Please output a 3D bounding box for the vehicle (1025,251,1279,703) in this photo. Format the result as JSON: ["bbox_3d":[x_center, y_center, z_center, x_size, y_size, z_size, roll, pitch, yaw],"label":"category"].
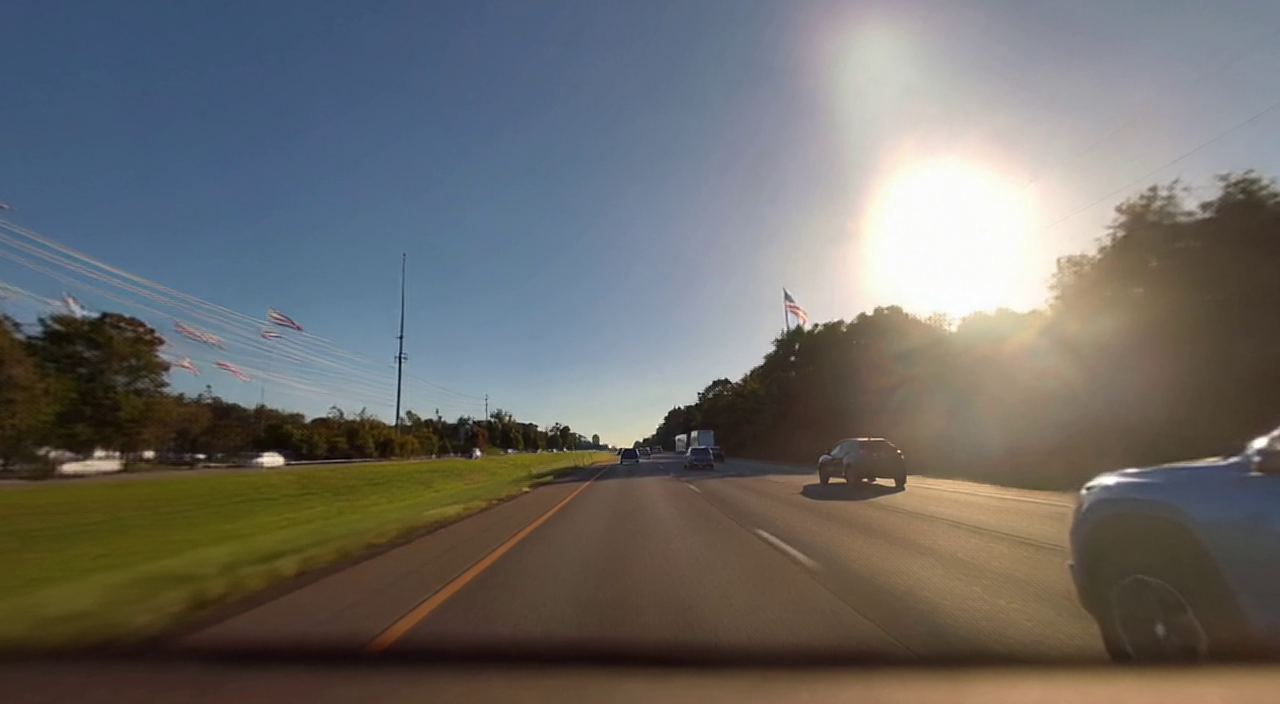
[{"bbox_3d":[3.655,0.400,0.778,2.461,2.013,6.075,0,-8,-1],"label":"vehicle"}]

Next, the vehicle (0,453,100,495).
[{"bbox_3d":[-24.633,4.821,25.341,1.913,1.482,4.512,0,-8,0],"label":"vehicle"}]

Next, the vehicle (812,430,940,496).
[{"bbox_3d":[7.250,3.457,20.071,2.114,1.800,4.779,0,-8,-1],"label":"vehicle"}]

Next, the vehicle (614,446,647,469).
[{"bbox_3d":[-0.605,6.922,41.628,2.085,1.449,3.860,0,-8,-1],"label":"vehicle"}]

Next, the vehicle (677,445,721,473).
[{"bbox_3d":[3.313,6.091,36.145,1.978,1.488,4.252,0,-8,-2],"label":"vehicle"}]

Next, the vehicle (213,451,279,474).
[{"bbox_3d":[-29.059,8.151,46.806,2.040,1.608,4.477,0,-8,-1],"label":"vehicle"}]
